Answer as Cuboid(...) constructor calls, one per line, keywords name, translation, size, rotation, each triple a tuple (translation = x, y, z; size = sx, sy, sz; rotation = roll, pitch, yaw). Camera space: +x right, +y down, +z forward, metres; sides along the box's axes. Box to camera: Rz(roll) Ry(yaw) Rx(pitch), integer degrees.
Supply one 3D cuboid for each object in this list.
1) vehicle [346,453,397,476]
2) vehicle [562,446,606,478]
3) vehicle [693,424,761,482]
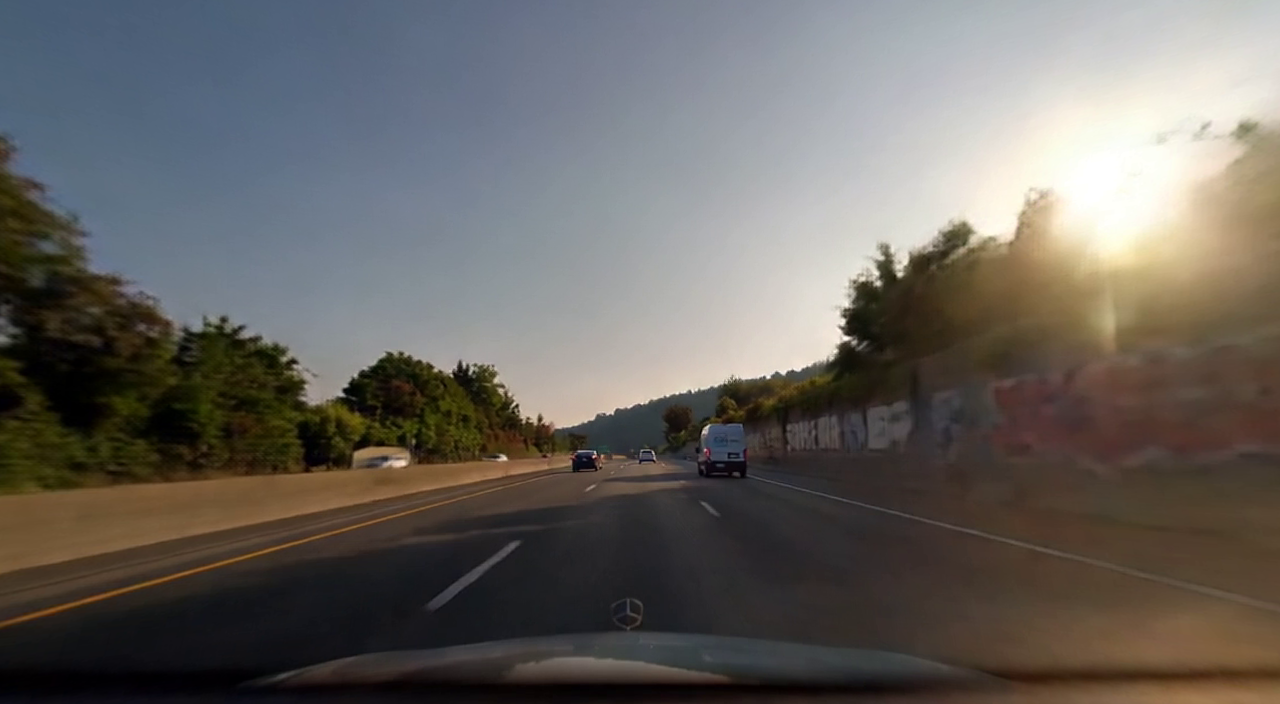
Cuboid(name="vehicle", translation=(-19.927, 8.333, 46.923), size=(1.900, 1.559, 3.935), rotation=(0, -9, 2))
Cuboid(name="vehicle", translation=(-3.029, 6.079, 35.057), size=(1.964, 1.618, 4.489), rotation=(0, -9, 1))
Cuboid(name="vehicle", translation=(4.135, 4.970, 31.041), size=(2.469, 2.591, 5.653), rotation=(0, -9, -1))
